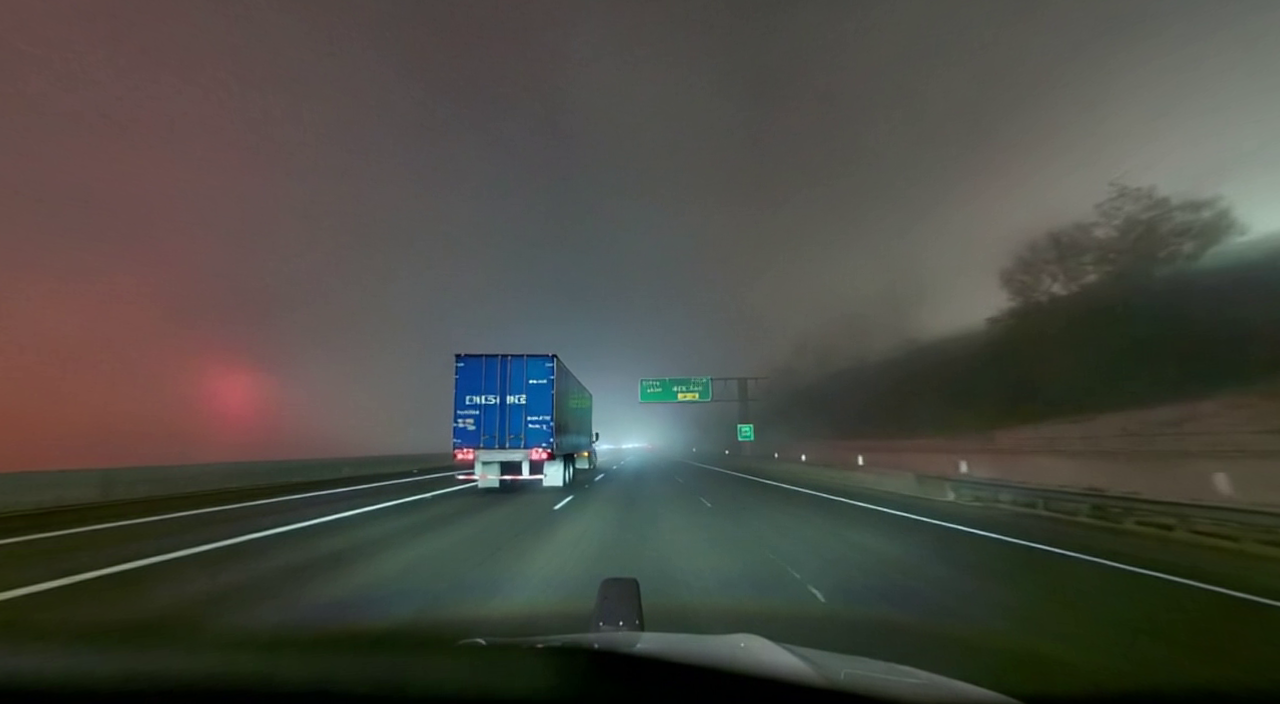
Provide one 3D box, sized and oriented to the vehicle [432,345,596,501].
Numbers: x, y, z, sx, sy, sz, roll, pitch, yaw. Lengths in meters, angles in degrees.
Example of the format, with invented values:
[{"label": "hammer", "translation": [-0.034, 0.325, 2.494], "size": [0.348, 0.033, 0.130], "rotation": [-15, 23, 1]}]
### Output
[{"label": "vehicle", "translation": [-3.568, 2.614, 21.525], "size": [3.059, 3.956, 11.036], "rotation": [0, -9, 1]}]
